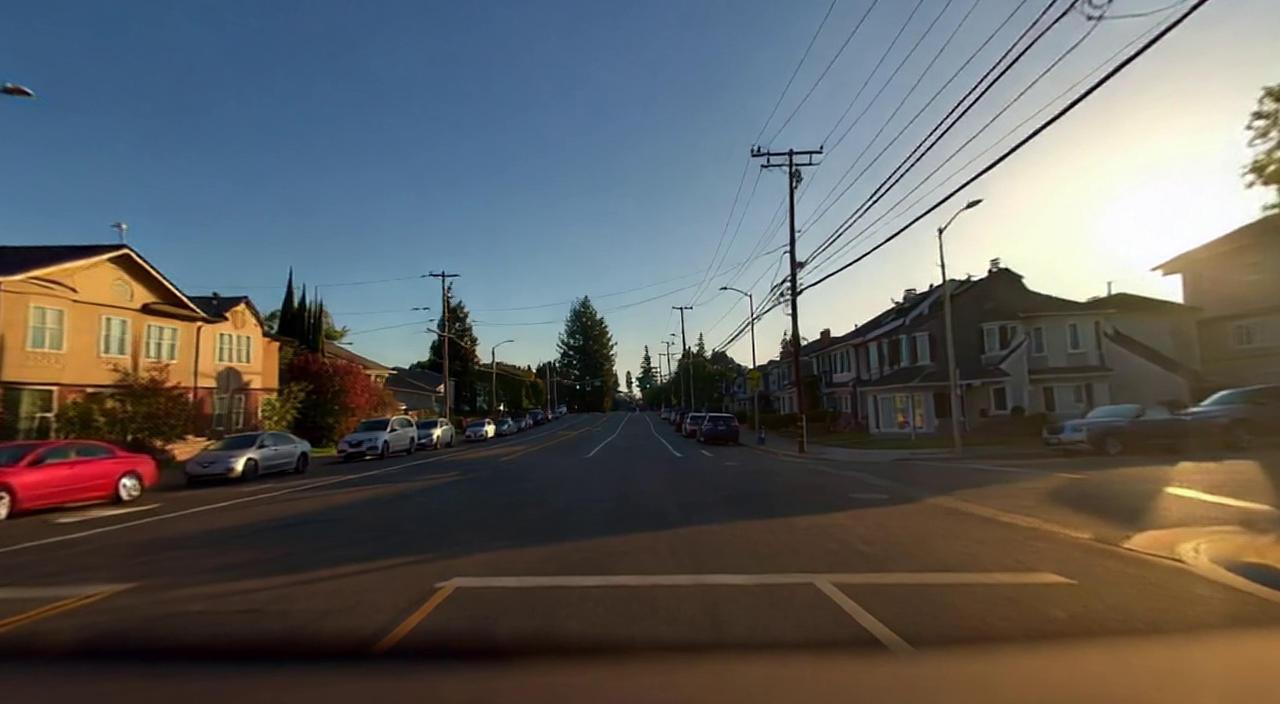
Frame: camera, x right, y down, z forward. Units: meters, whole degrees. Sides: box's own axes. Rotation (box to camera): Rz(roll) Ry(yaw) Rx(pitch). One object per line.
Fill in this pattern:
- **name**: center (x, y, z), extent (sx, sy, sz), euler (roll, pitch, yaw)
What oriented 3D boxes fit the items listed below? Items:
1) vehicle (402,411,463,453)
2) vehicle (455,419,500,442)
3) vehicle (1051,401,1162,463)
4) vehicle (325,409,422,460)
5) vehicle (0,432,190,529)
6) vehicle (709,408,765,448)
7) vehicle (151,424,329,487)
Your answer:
- **vehicle**: center (-11.349, 4.353, 34.819), extent (1.926, 1.998, 4.447), euler (-4, -5, -2)
- **vehicle**: center (-11.207, 5.448, 43.736), extent (2.051, 1.520, 4.374), euler (0, -8, -1)
- **vehicle**: center (13.785, 2.306, 18.566), extent (2.122, 1.474, 4.313), euler (-9, -8, 41)
- **vehicle**: center (-11.163, 3.523, 26.895), extent (2.056, 1.980, 4.763), euler (0, -8, -1)
- **vehicle**: center (-11.057, 2.259, 11.627), extent (1.970, 1.523, 4.702), euler (-1, -8, 2)
- **vehicle**: center (4.344, 3.531, 28.957), extent (1.867, 1.680, 4.176), euler (0, -8, 0)
- **vehicle**: center (-11.126, 2.904, 18.103), extent (2.082, 1.540, 4.654), euler (0, -8, 0)
